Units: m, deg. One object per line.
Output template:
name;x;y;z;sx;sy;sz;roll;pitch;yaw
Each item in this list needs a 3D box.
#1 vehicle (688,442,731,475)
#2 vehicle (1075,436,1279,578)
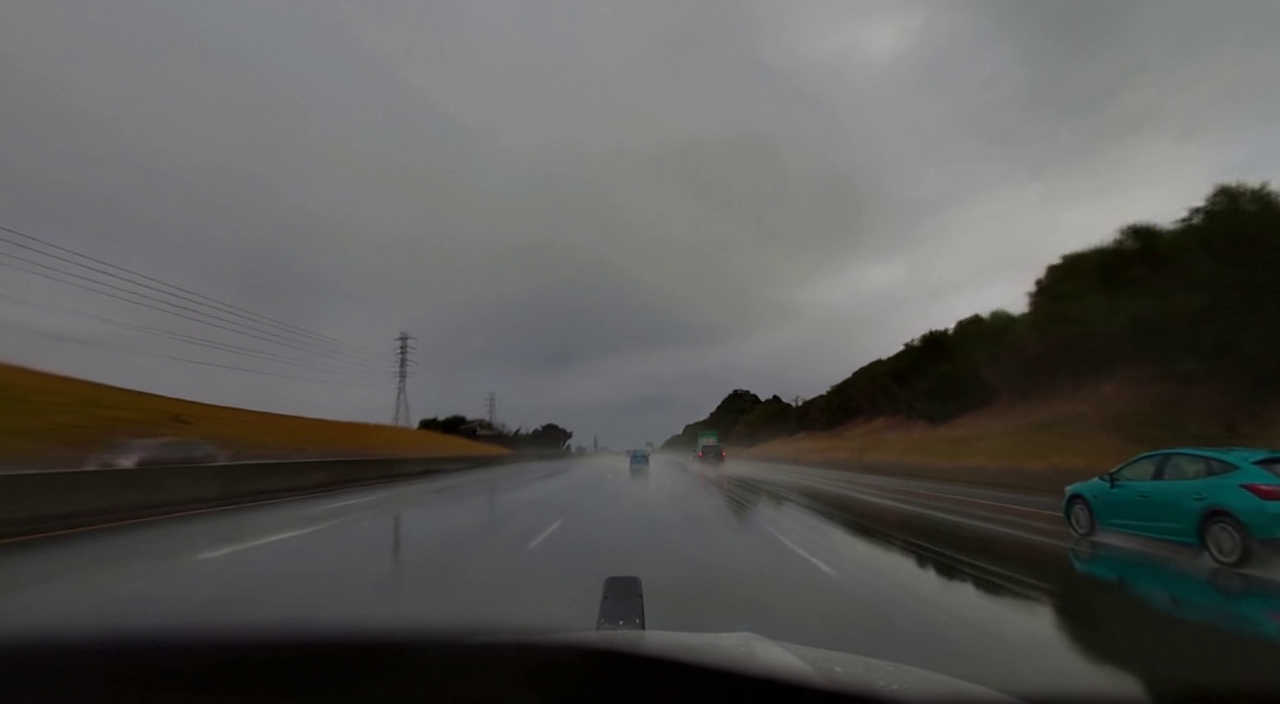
vehicle;4.115;6.347;37.812;2.159;1.782;4.673;0;-9;1
vehicle;8.051;1.841;7.753;1.970;1.545;4.818;0;-9;1
